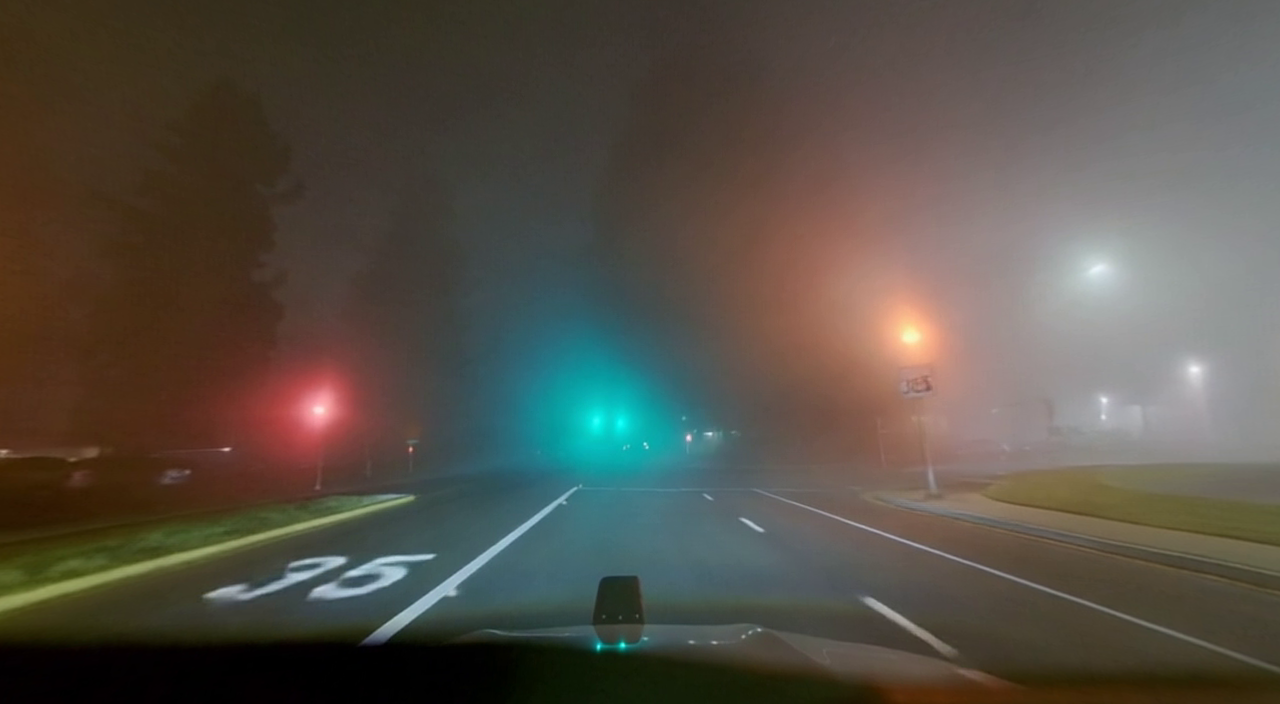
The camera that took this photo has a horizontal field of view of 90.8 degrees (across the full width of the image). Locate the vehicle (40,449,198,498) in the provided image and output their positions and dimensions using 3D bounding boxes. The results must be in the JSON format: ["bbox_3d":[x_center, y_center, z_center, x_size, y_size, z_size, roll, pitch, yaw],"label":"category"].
[{"bbox_3d":[-20.708,4.814,25.267,4.456,1.809,2.113,0,-9,2],"label":"vehicle"}]

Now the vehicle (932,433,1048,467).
[{"bbox_3d":[19.195,5.445,34.827,5.172,1.468,1.964,-3,-11,-2],"label":"vehicle"}]

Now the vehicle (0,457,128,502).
[{"bbox_3d":[-21.295,4.502,22.456,4.495,1.472,1.833,0,-9,0],"label":"vehicle"}]

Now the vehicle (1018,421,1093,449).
[{"bbox_3d":[28.265,5.734,43.219,2.049,1.739,4.982,-1,-9,5],"label":"vehicle"}]

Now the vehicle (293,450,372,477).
[{"bbox_3d":[-20.594,7.452,42.384,4.171,1.728,2.069,0,-9,2],"label":"vehicle"}]
